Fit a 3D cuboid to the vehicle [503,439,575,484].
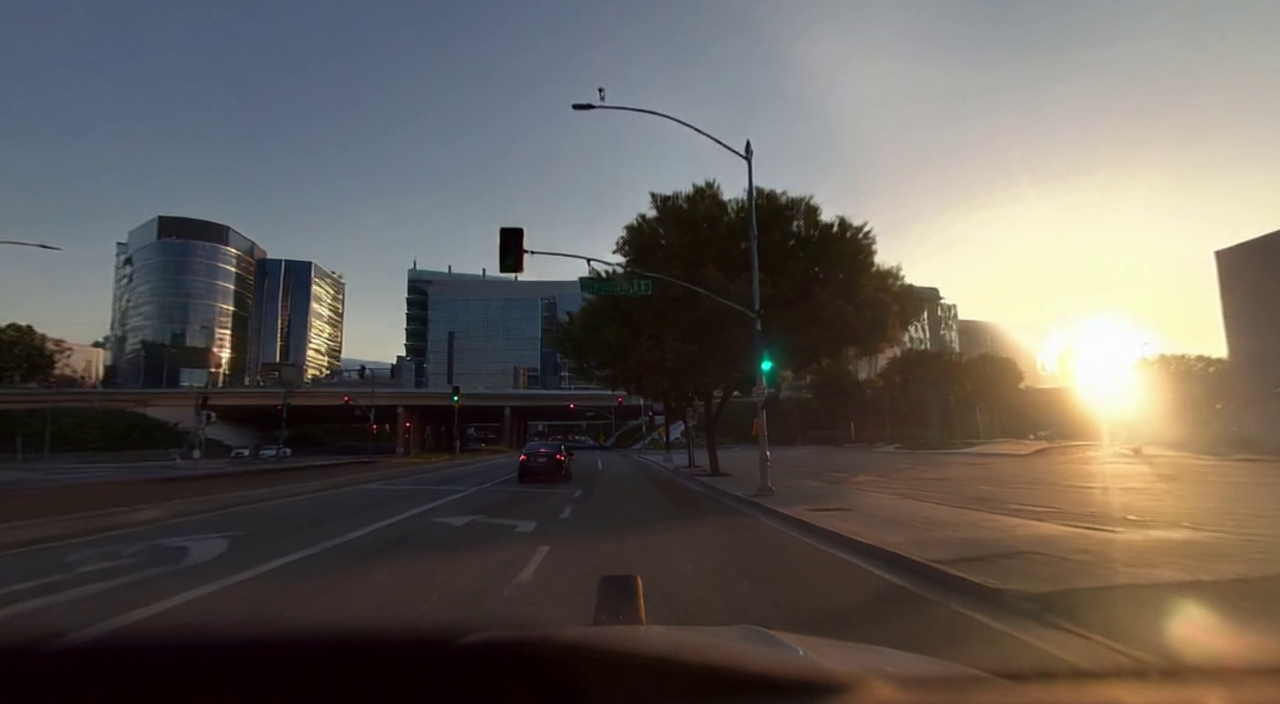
[{"bbox_3d":[-3.634,4.033,23.514,2.154,1.465,4.532,1,-9,-3],"label":"vehicle"}]
